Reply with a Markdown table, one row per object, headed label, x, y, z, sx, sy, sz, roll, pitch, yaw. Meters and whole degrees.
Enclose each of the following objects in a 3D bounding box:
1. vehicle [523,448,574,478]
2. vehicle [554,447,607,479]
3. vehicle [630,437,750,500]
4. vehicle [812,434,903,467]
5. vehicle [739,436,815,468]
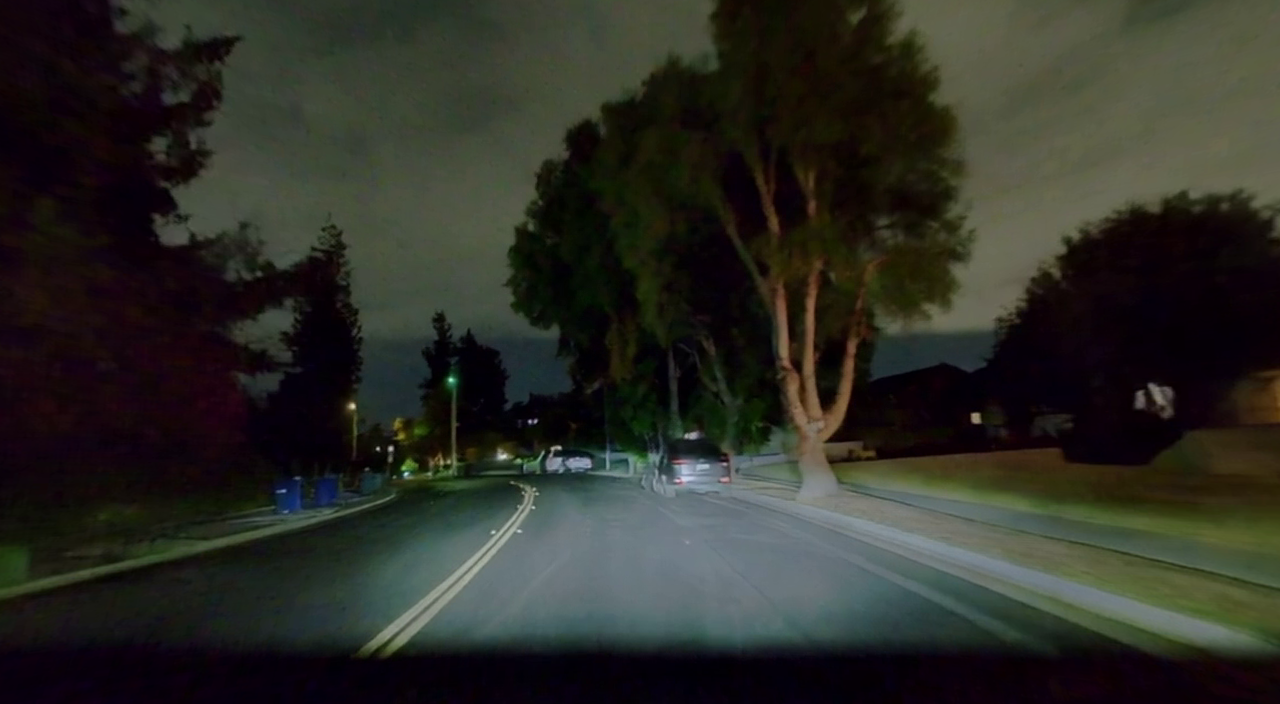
| label | x | y | z | sx | sy | sz | roll | pitch | yaw |
| --- | --- | --- | --- | --- | --- | --- | --- | --- | --- |
| vehicle | -6.414 | 7.617 | 43.601 | 2.180 | 1.849 | 5.423 | 3 | -9 | -22 |
| vehicle | -3.540 | 6.360 | 36.632 | 1.965 | 1.663 | 4.744 | 2 | -9 | -19 |
| vehicle | 1.209 | 3.227 | 18.081 | 2.181 | 1.494 | 5.023 | 1 | -8 | -11 |
| vehicle | 10.521 | 4.722 | 30.450 | 4.253 | 1.458 | 1.900 | 5 | -10 | -35 |
| vehicle | 7.555 | 5.444 | 34.657 | 4.157 | 1.431 | 1.753 | 3 | -8 | -38 |
